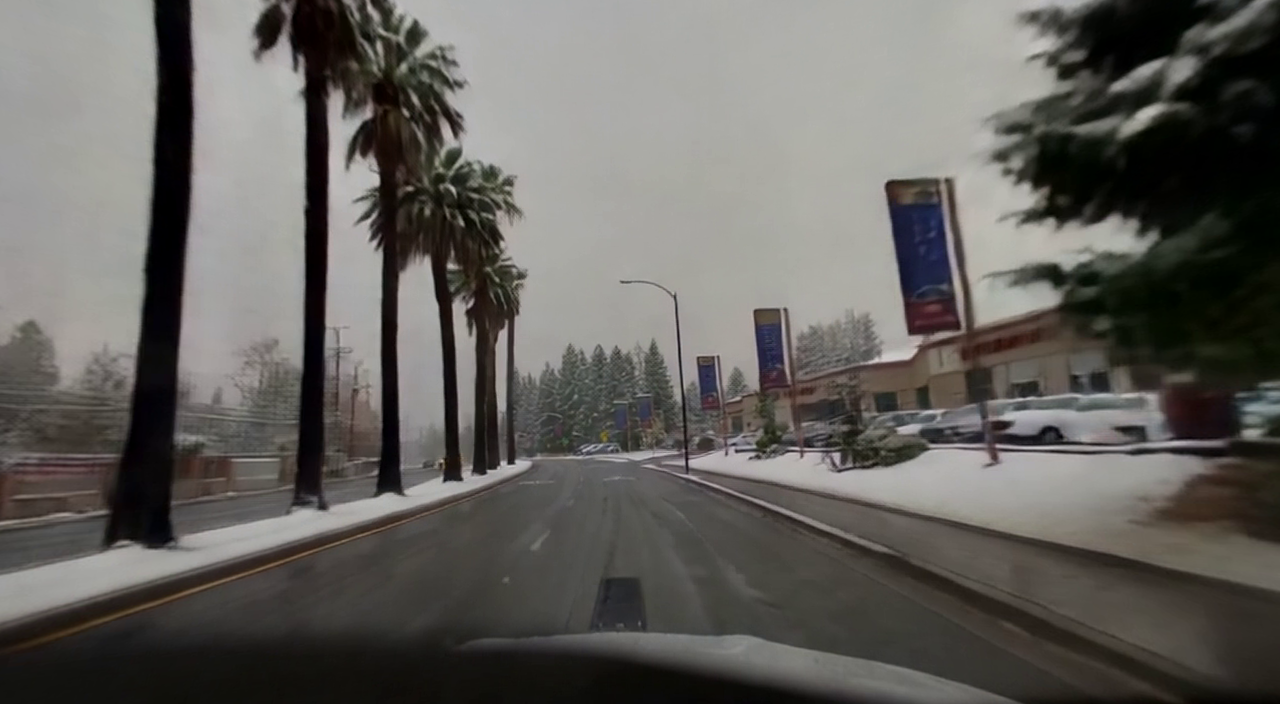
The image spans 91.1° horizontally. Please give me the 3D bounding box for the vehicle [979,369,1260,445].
[{"bbox_3d":[10.901,1.345,14.624,4.671,1.630,2.200,0,-8,2],"label":"vehicle"}]

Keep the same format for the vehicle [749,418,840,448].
[{"bbox_3d":[8.880,4.689,36.307,4.636,1.695,2.025,1,-8,-4],"label":"vehicle"}]
